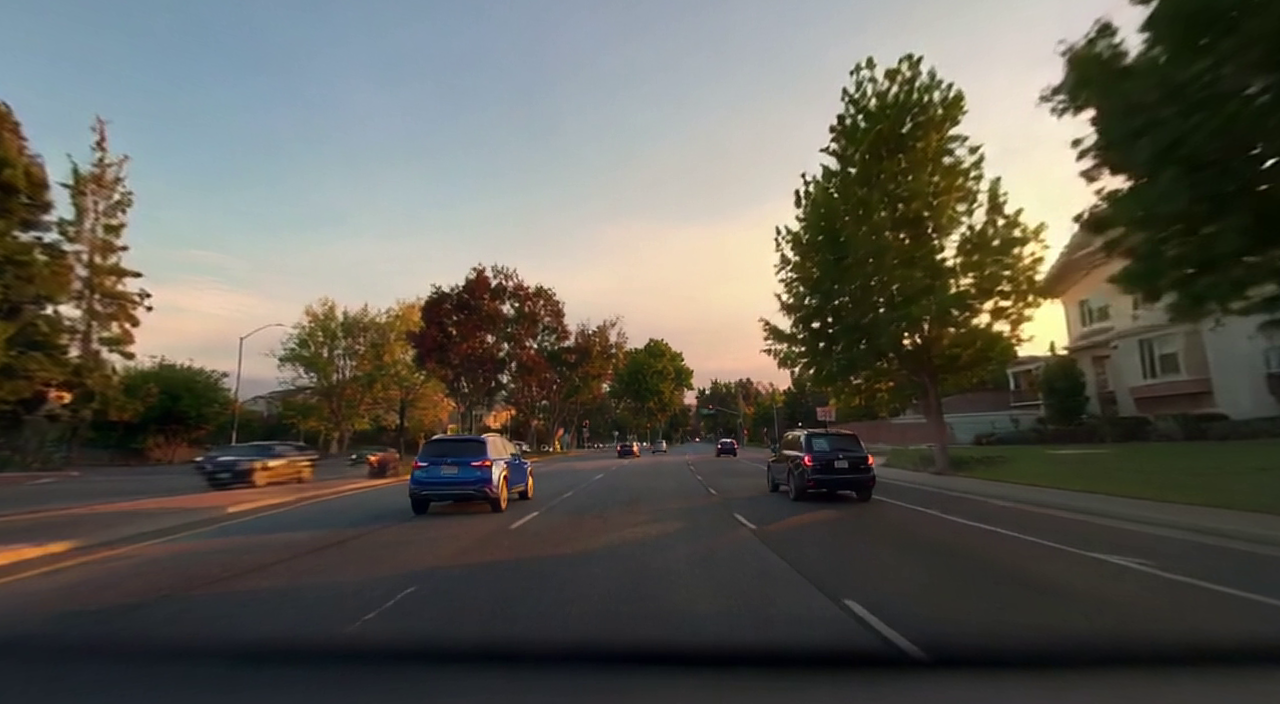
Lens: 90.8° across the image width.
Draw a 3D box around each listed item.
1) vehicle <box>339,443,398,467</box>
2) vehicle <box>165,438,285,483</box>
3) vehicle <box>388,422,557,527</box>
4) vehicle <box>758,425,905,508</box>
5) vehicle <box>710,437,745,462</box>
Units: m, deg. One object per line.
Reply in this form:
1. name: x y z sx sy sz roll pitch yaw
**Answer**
1. vehicle: -18.184 6.910 42.593 1.821 1.463 4.363 -1 -8 4
2. vehicle: -17.501 4.577 26.981 1.941 1.711 4.598 -1 -8 1
3. vehicle: -3.036 2.338 12.653 2.045 1.688 4.632 -1 -8 1
4. vehicle: 4.276 2.638 14.990 2.132 1.659 4.387 0 -8 0
5. vehicle: 6.160 6.893 44.782 2.169 1.669 4.037 -1 -8 4
